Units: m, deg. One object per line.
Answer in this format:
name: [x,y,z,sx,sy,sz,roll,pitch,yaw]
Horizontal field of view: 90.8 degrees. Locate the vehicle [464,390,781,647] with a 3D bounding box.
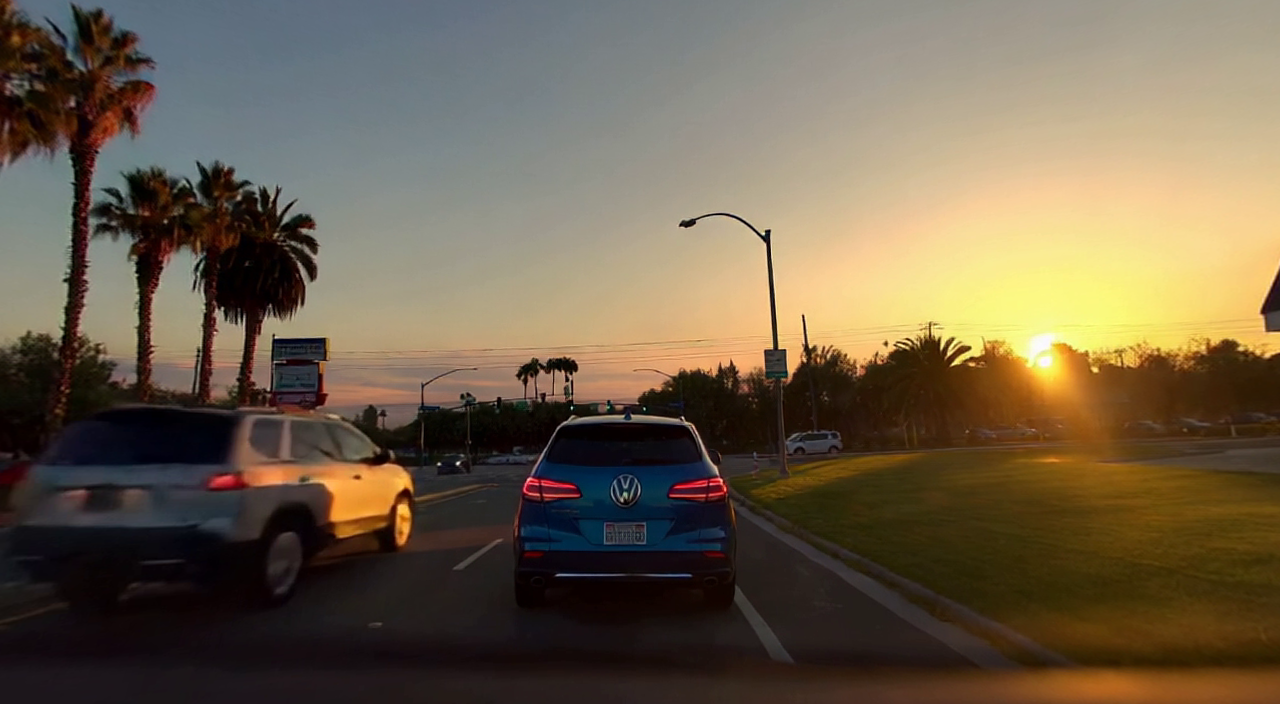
vehicle: [-0.140,1.420,6.325,2.137,1.728,3.926,0,-9,-1]

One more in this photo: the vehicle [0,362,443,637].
vehicle: [-4.205,1.428,7.136,2.344,1.980,5.009,0,-9,0]

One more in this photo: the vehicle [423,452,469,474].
vehicle: [-15.130,8.638,49.498,2.069,1.617,4.613,0,-9,0]
